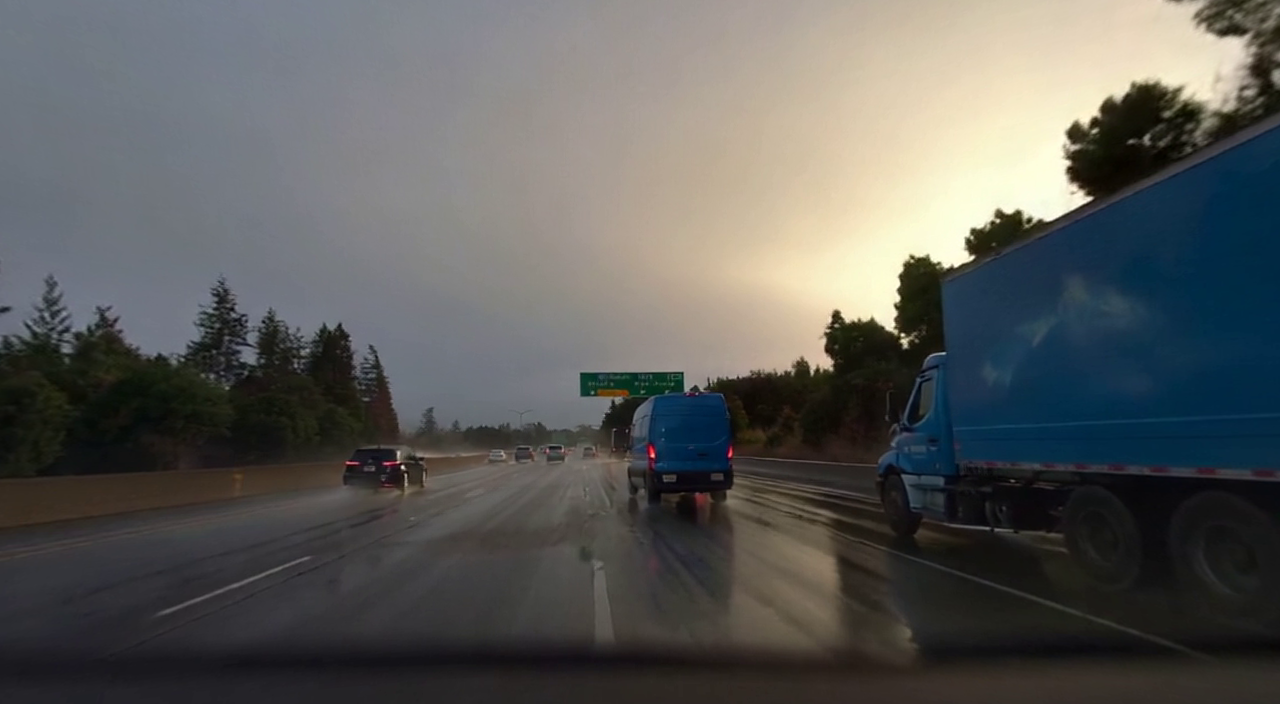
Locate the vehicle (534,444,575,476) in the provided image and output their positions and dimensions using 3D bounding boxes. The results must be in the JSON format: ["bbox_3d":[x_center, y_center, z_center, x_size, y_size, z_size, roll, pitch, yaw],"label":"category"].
[{"bbox_3d":[-4.512,5.748,33.621,2.002,1.536,4.021,0,-9,-6],"label":"vehicle"}]

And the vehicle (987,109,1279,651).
[{"bbox_3d":[5.712,-0.083,2.430,2.800,3.507,9.244,0,-9,-4],"label":"vehicle"}]

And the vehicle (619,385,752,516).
[{"bbox_3d":[0.822,2.325,15.000,2.268,2.551,5.144,1,-9,-6],"label":"vehicle"}]

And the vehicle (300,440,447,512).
[{"bbox_3d":[-6.349,2.968,15.569,2.003,1.498,4.386,0,-9,-5],"label":"vehicle"}]

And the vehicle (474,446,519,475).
[{"bbox_3d":[-7.887,5.983,34.870,2.026,1.506,4.102,1,-9,-7],"label":"vehicle"}]

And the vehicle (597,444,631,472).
[{"bbox_3d":[-1.610,6.254,37.204,1.906,1.499,3.843,0,-9,-4],"label":"vehicle"}]
